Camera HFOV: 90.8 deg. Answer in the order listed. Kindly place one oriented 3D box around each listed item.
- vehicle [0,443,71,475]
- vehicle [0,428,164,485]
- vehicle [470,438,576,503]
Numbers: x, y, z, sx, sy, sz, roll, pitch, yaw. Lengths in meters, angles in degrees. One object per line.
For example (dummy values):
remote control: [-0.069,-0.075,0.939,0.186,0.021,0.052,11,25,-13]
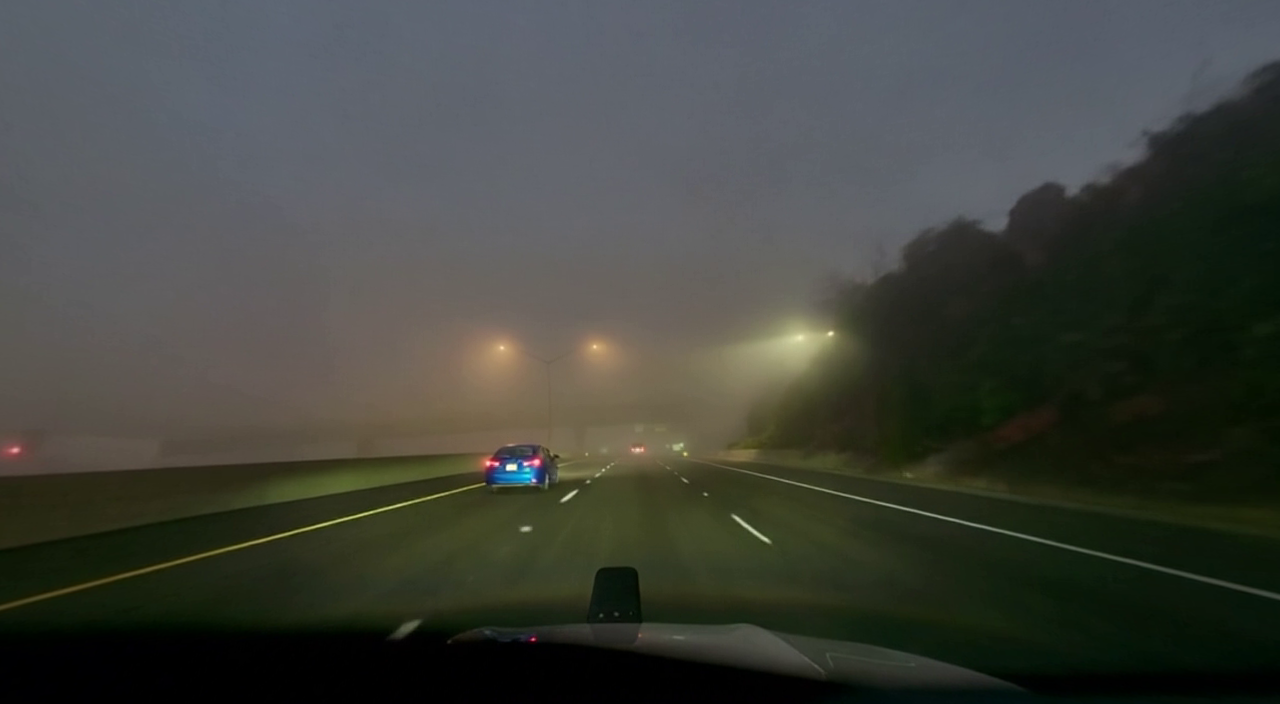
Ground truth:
vehicle: [-40.967,7.197,42.761,1.726,2.078,3.285,1,-9,0]
vehicle: [-41.130,7.165,44.387,2.840,3.485,16.876,1,-8,-2]
vehicle: [-3.063,3.217,17.623,2.029,1.557,4.570,0,-9,1]
